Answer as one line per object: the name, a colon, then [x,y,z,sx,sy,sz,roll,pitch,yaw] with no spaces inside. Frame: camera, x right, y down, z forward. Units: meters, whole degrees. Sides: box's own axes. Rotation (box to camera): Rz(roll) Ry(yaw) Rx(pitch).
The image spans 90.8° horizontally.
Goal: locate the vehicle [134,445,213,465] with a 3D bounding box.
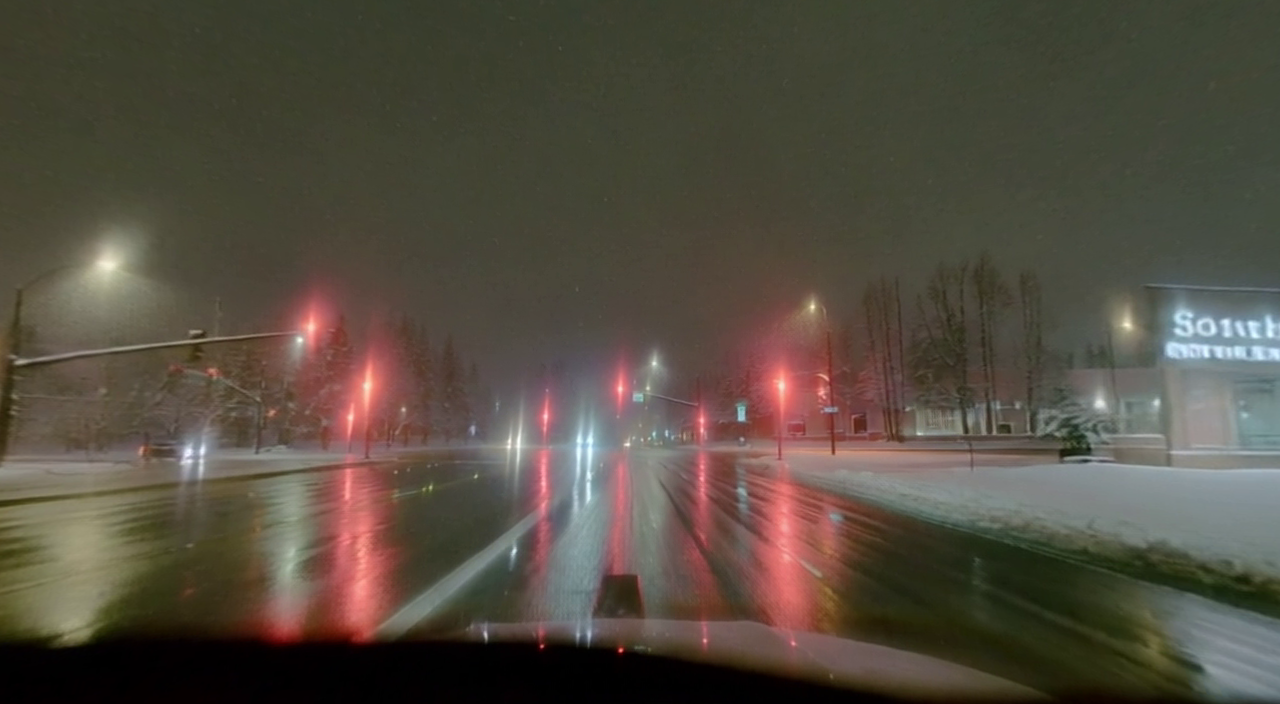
vehicle: [-35.592,7.847,48.279,4.500,1.465,1.936,0,-8,1]
